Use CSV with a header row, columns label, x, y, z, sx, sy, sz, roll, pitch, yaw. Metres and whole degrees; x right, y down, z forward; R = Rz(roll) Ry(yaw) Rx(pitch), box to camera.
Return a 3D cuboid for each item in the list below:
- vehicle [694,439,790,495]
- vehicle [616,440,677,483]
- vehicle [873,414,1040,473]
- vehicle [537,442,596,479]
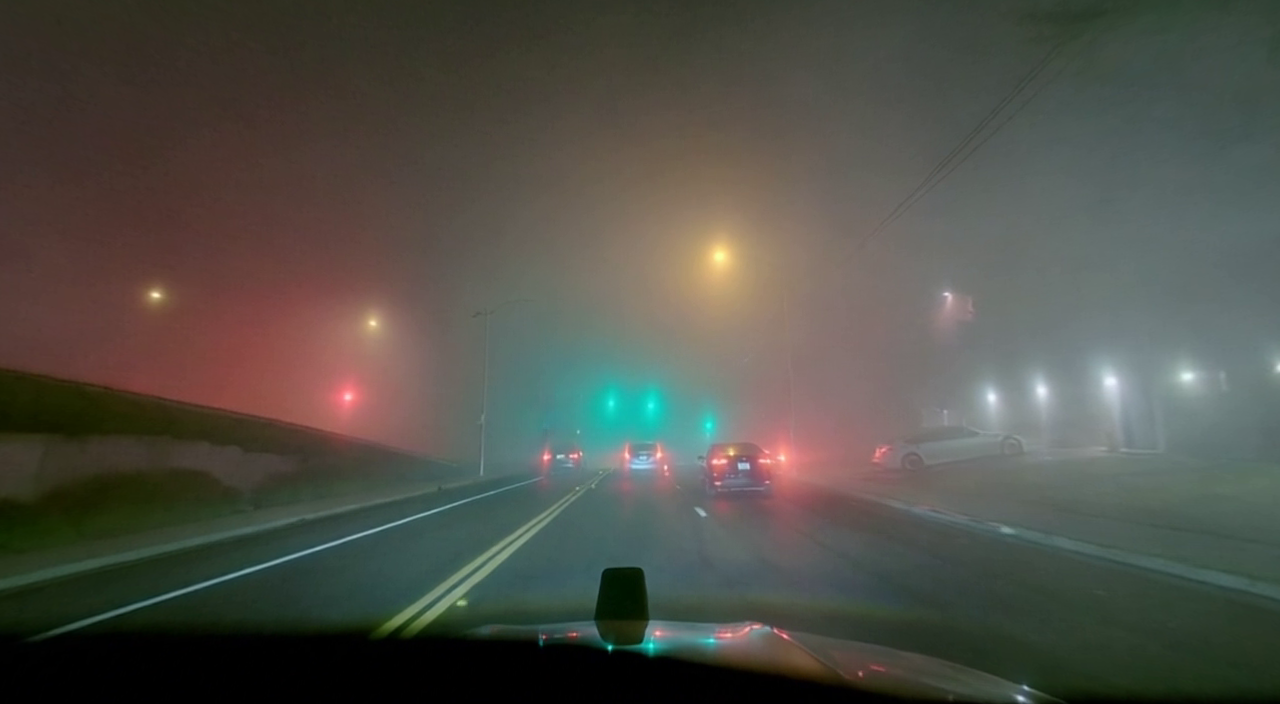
label,x,y,z,sx,sy,sz,roll,pitch,yaw
vehicle,2.964,3.455,19.401,2.158,1.483,4.415,0,-8,-1
vehicle,0.209,4.062,23.744,2.101,1.467,4.210,0,-8,0
vehicle,13.830,4.025,27.855,5.929,1.970,2.381,-5,-8,-2
vehicle,-3.152,4.766,28.012,2.012,1.505,4.205,0,-8,2
